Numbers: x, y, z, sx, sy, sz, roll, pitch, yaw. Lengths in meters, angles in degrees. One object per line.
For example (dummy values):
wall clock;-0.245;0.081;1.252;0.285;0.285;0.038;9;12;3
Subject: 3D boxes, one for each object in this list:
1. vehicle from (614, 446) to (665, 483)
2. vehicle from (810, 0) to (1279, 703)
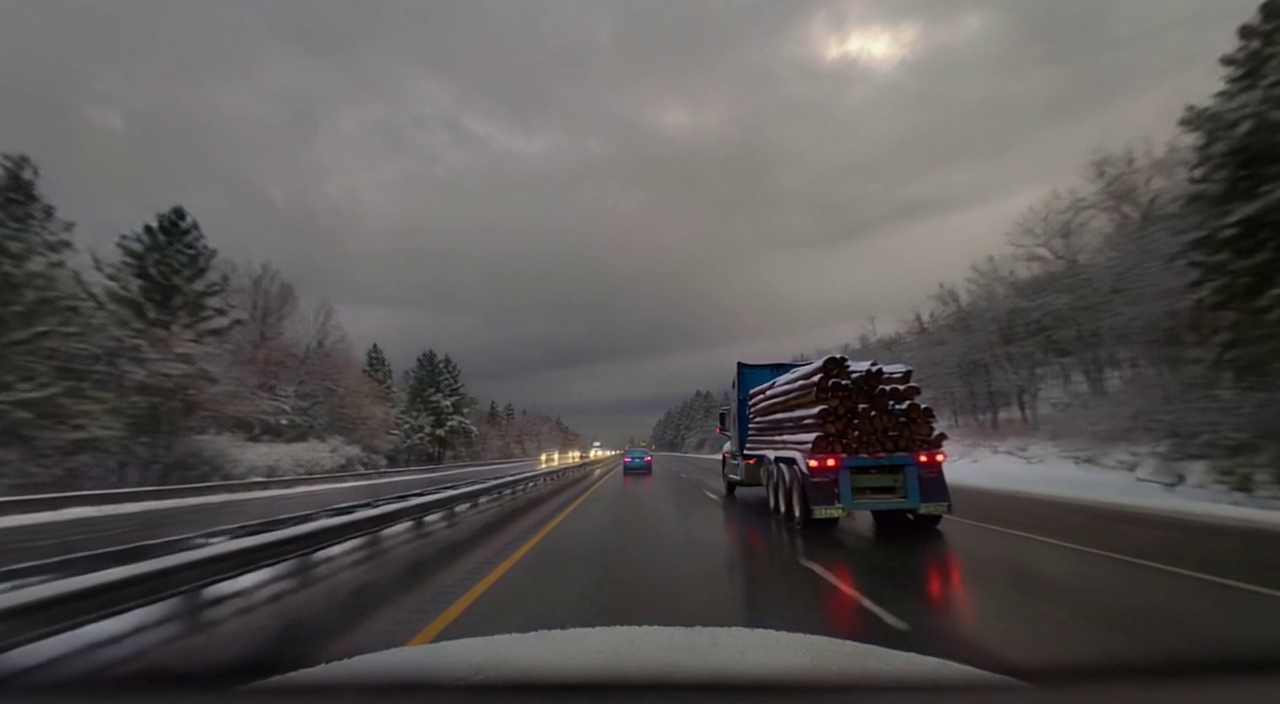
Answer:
vehicle;-0.029;4.965;28.005;2.099;1.506;4.097;0;-9;0
vehicle;3.986;0.062;4.467;3.004;3.923;8.363;0;-9;-1
